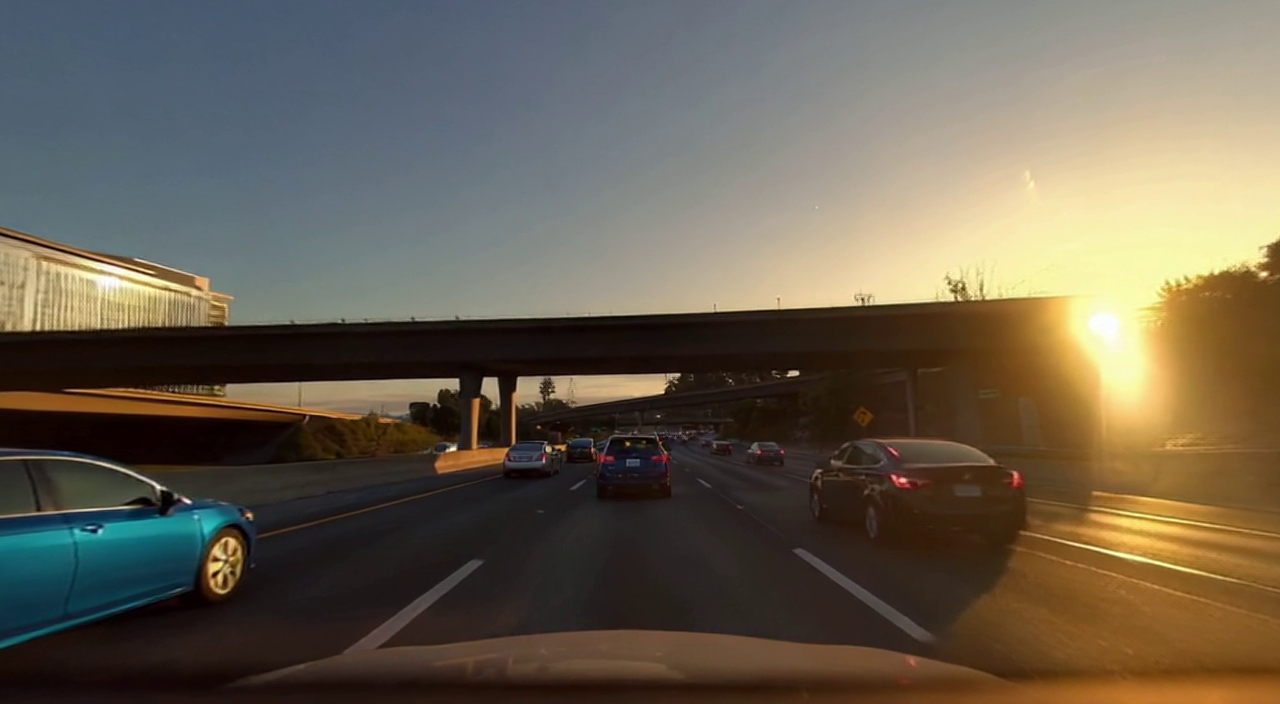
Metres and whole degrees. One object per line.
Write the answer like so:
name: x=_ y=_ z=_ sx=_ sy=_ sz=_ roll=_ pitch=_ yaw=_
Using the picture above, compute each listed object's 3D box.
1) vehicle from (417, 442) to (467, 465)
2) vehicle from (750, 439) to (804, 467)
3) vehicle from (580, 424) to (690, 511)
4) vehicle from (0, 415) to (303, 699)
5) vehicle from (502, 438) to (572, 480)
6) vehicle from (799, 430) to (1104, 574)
vehicle: x=-14.584 y=7.514 z=46.651 sx=2.021 sy=1.561 sz=4.722 roll=0 pitch=-9 yaw=2
vehicle: x=7.842 y=5.835 z=36.486 sx=2.049 sy=1.521 sz=4.604 roll=0 pitch=-9 yaw=-1
vehicle: x=-0.071 y=2.606 z=14.598 sx=2.181 sy=1.697 sz=4.021 roll=0 pitch=-9 yaw=1
vehicle: x=-4.340 y=1.163 z=3.921 sx=1.974 sy=1.478 sz=4.412 roll=0 pitch=-9 yaw=1
vehicle: x=-3.968 y=4.205 z=25.020 sx=1.947 sy=1.516 sz=4.295 roll=0 pitch=-9 yaw=1
vehicle: x=3.882 y=1.941 z=9.017 sx=2.031 sy=1.492 sz=4.577 roll=0 pitch=-9 yaw=0
